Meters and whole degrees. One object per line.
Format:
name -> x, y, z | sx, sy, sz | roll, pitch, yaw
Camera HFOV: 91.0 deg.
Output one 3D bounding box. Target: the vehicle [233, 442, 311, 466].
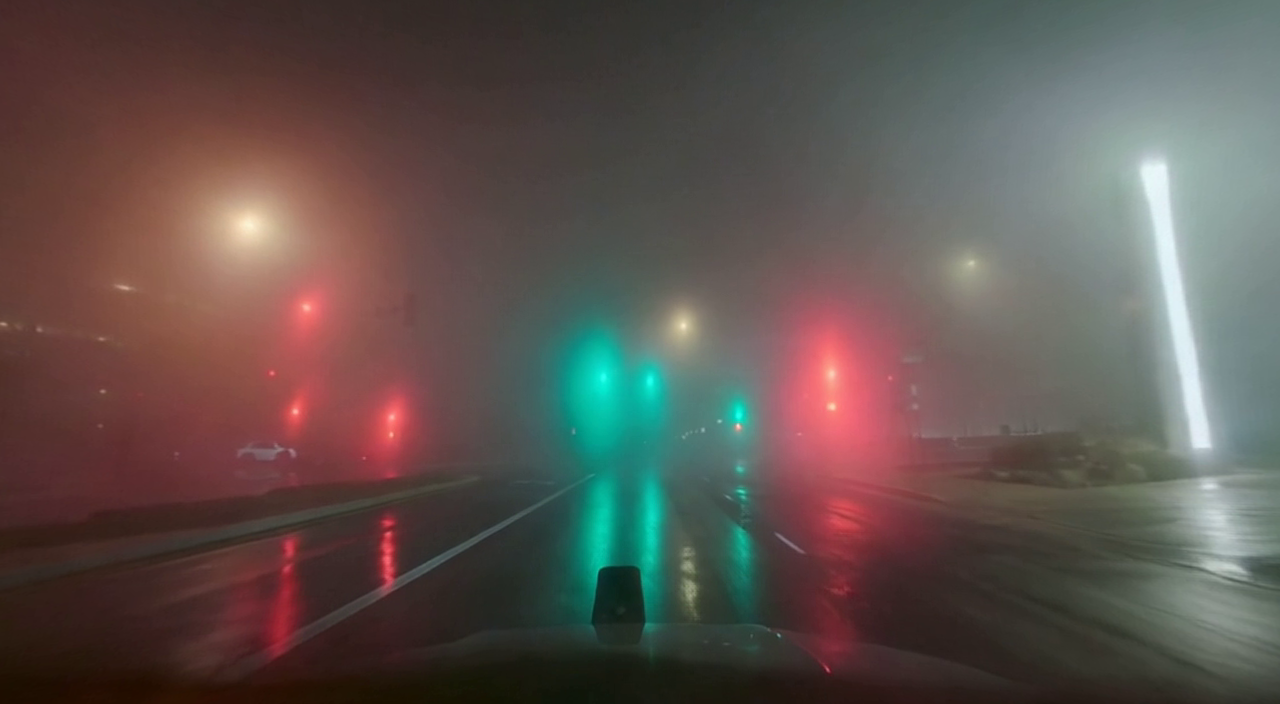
vehicle -> -27.913, 7.745, 47.900 | 4.603, 1.666, 1.972 | 0, -8, -4
